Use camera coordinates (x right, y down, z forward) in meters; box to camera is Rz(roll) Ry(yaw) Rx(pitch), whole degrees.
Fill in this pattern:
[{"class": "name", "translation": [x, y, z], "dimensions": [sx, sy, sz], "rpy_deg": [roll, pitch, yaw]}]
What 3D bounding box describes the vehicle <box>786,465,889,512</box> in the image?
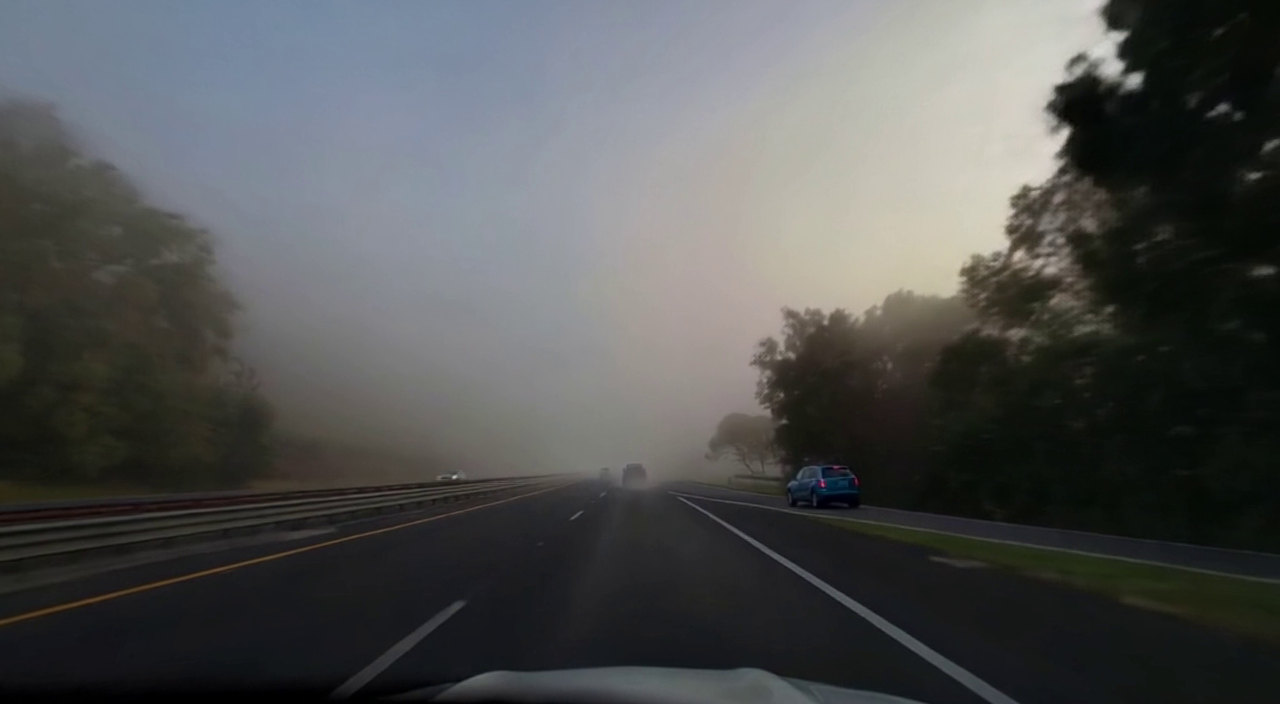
[{"class": "vehicle", "translation": [8.131, 5.681, 26.497], "dimensions": [2.089, 1.770, 4.571], "rpy_deg": [3, -11, -11]}]
